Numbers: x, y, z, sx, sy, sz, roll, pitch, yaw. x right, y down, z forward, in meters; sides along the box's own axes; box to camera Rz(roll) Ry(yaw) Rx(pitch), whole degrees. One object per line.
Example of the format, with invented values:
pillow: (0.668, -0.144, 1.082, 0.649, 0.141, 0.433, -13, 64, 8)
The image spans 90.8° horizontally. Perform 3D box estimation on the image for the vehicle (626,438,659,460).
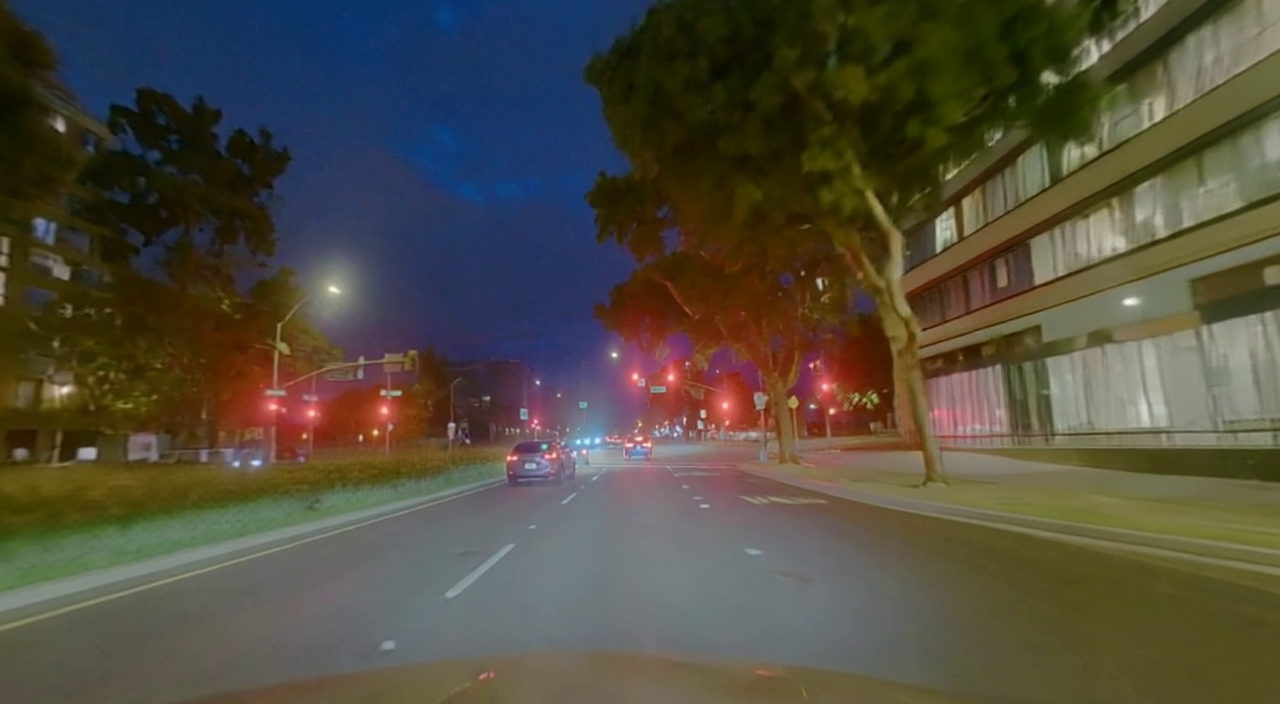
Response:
vehicle: (0.165, 6.528, 42.607, 2.095, 1.438, 3.843, 0, -8, 0)

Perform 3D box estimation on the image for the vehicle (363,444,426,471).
vehicle: (-14.660, 6.307, 38.028, 1.918, 1.513, 4.581, 0, -8, 0)

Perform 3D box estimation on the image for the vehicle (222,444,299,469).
vehicle: (-29.621, 8.158, 49.415, 4.684, 1.806, 2.073, 0, -8, -2)

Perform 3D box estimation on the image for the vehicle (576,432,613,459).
vehicle: (-3.145, 6.626, 44.640, 2.152, 1.802, 4.628, -1, -8, 1)

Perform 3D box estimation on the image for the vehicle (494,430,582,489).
vehicle: (-3.231, 3.512, 21.011, 2.116, 1.725, 4.315, 0, -8, 1)
